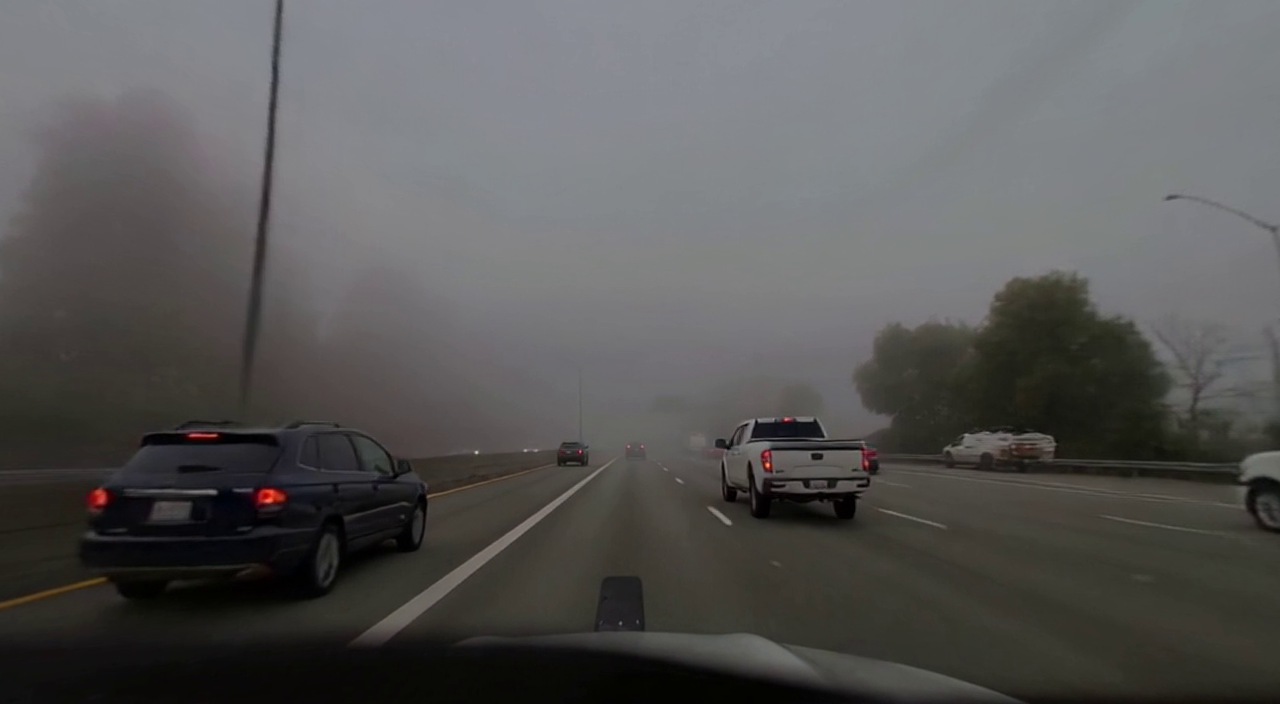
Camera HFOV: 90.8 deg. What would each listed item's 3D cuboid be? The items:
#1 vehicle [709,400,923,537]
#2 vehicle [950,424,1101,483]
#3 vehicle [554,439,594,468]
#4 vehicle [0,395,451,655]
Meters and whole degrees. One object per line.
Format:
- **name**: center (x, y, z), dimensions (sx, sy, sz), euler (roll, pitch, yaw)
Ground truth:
- **vehicle**: center (2.729, 2.019, 11.576), dimensions (2.200, 1.870, 5.649), euler (0, -8, -1)
- **vehicle**: center (13.144, 3.514, 22.013), dimensions (2.076, 1.799, 4.871), euler (0, -8, -1)
- **vehicle**: center (-3.933, 6.130, 38.364), dimensions (1.992, 1.651, 4.185), euler (0, -8, 0)
- **vehicle**: center (-3.610, 1.436, 6.307), dimensions (2.119, 1.654, 4.353), euler (0, -8, 0)
